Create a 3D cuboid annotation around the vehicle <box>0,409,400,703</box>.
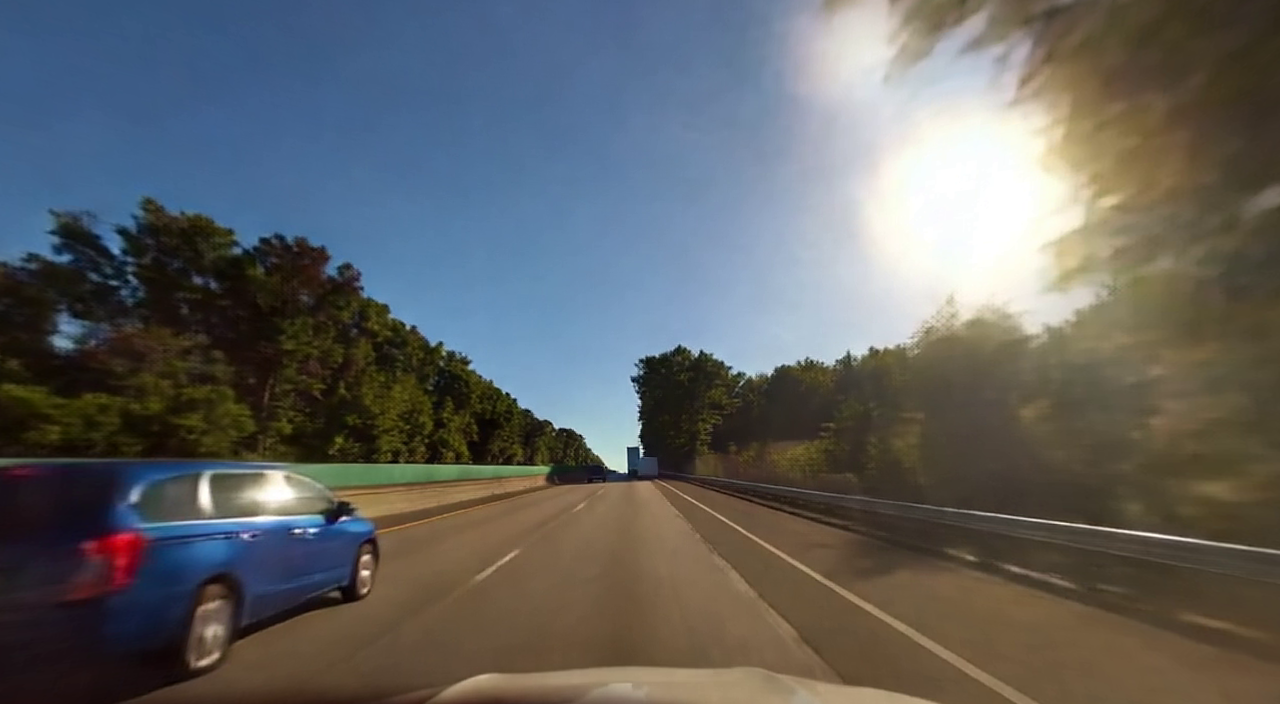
[{"bbox_3d":[-3.355,1.242,3.838,2.038,1.490,4.391,1,-11,0],"label":"vehicle"}]
